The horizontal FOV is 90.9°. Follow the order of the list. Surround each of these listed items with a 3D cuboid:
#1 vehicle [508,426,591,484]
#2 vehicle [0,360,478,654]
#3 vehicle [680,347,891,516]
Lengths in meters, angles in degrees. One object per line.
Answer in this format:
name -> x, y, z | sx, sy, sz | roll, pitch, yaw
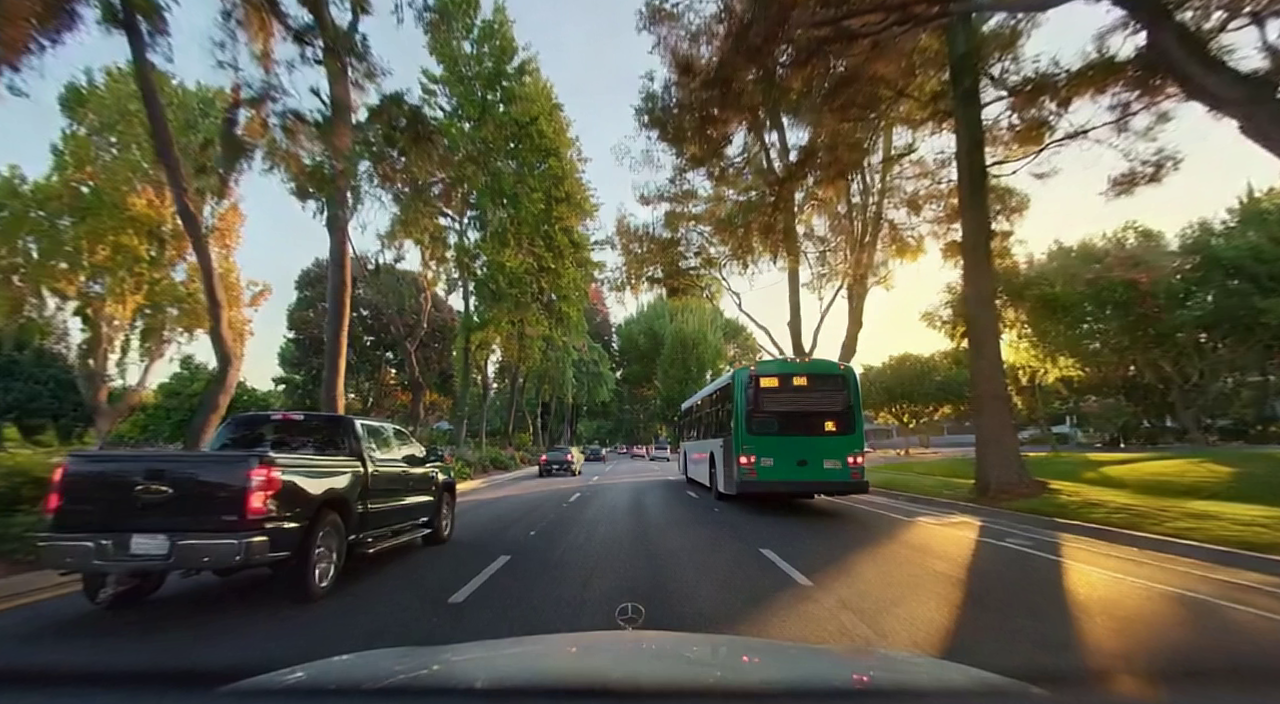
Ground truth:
vehicle -> -3.478, 4.153, 25.622 | 2.513, 2.066, 5.820 | 0, -9, 0
vehicle -> -3.513, 1.356, 6.633 | 2.074, 1.849, 5.137 | 0, -9, 2
vehicle -> 3.212, 2.464, 18.571 | 3.059, 3.264, 12.623 | 0, -9, -1
